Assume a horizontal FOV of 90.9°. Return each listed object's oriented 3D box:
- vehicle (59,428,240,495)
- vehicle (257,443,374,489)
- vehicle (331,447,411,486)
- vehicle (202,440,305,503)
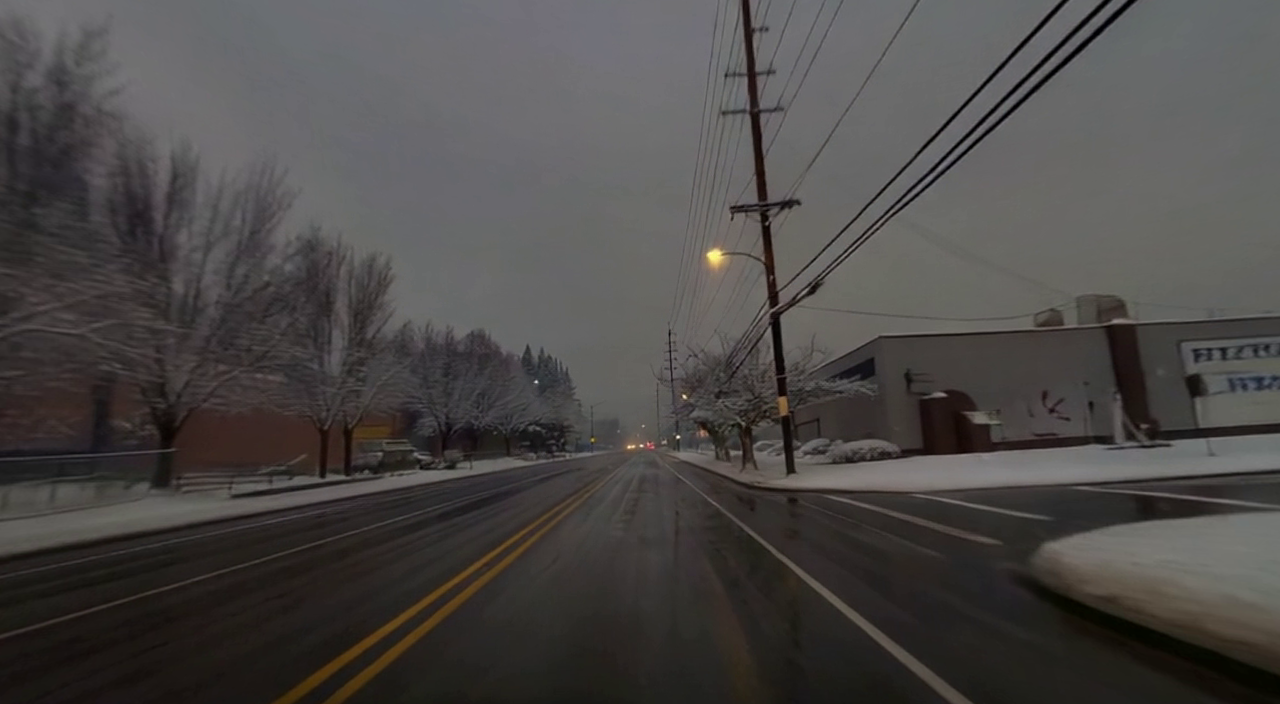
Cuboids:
[{"bbox_3d":[-22.009,4.850,28.848,2.753,2.286,6.659,-8,-7,3],"label":"vehicle"},{"bbox_3d":[-14.120,4.962,27.892,1.949,1.735,5.568,-2,-8,4],"label":"vehicle"},{"bbox_3d":[-14.118,6.024,33.474,2.053,1.772,5.189,-3,-9,0],"label":"vehicle"},{"bbox_3d":[-16.646,5.107,27.388,1.972,1.891,3.936,0,1,2],"label":"vehicle"}]
